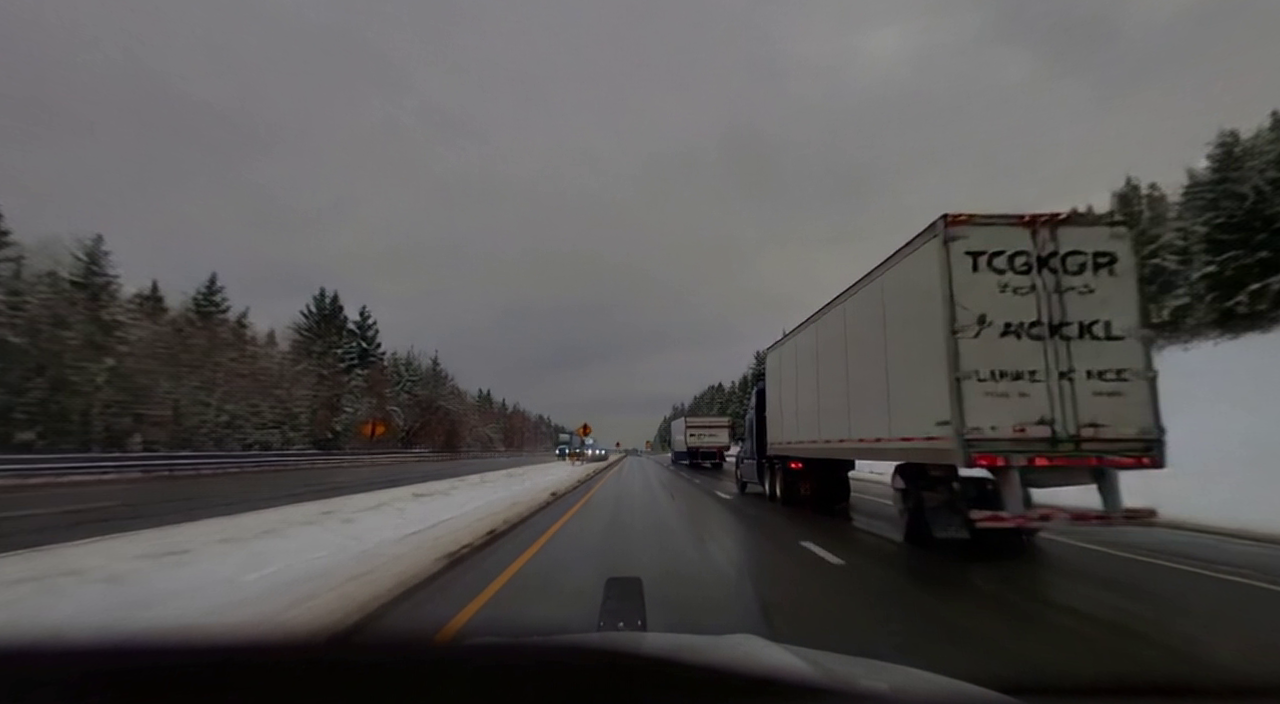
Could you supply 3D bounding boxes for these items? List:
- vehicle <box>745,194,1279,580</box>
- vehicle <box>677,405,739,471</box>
[{"bbox_3d":[5.025,1.372,13.702,2.929,4.093,14.258,0,-9,0],"label":"vehicle"},{"bbox_3d":[4.651,6.433,46.279,2.983,4.030,14.444,0,-9,0],"label":"vehicle"}]
